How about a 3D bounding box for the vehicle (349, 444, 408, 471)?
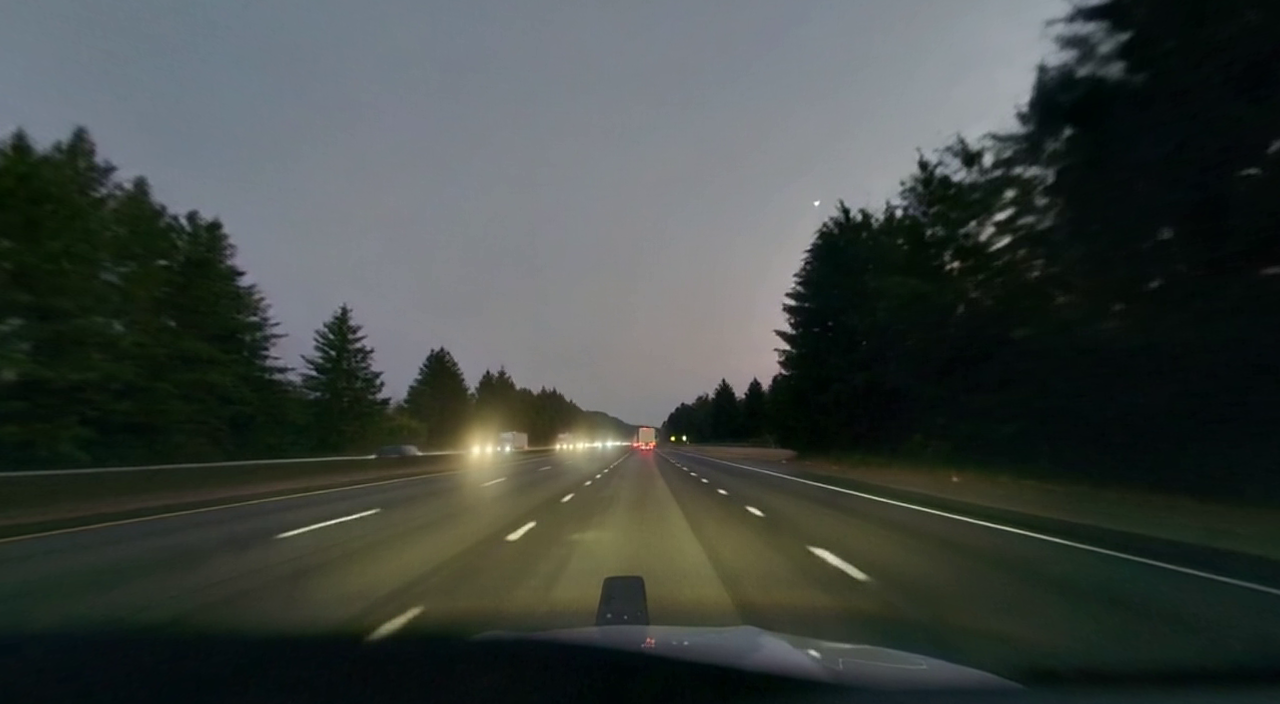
[{"bbox_3d":[-14.646,5.908,35.398,1.721,1.416,3.633,0,-8,0],"label":"vehicle"}]
